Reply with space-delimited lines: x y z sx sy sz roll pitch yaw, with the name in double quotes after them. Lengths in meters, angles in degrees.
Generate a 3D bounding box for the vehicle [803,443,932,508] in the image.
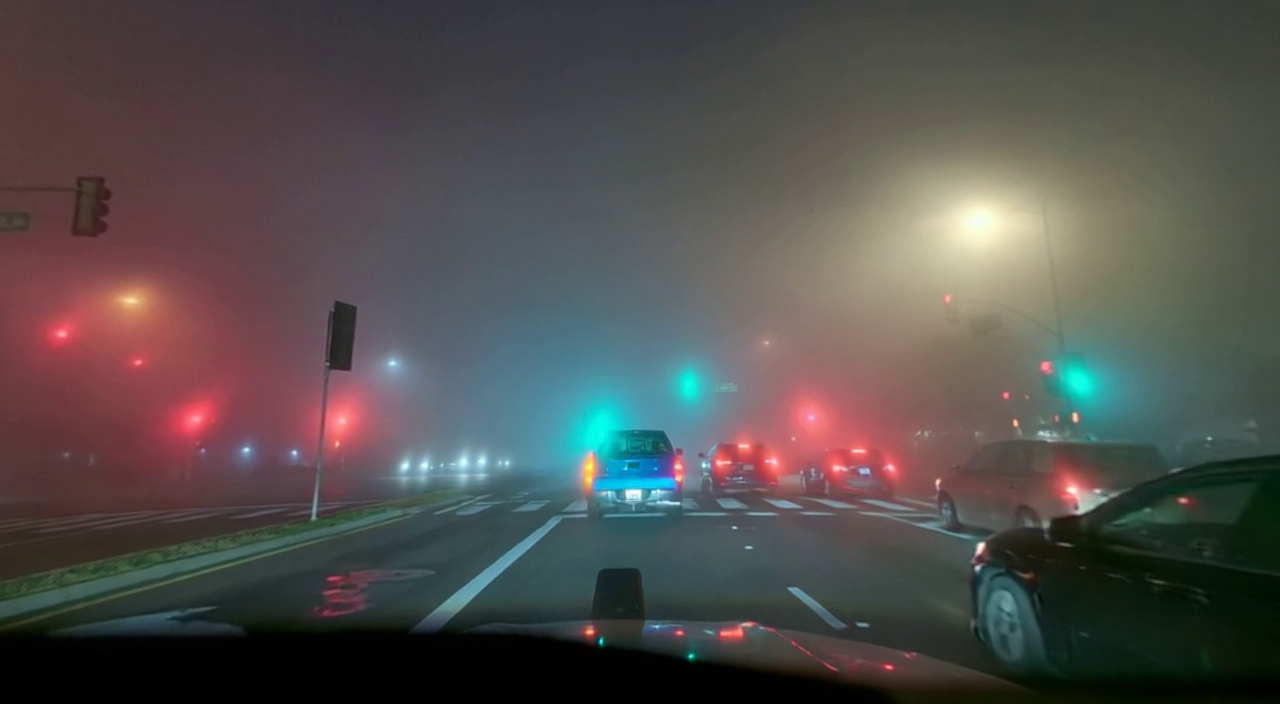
6.428 3.501 18.435 2.002 1.651 4.305 0 -8 -2 "vehicle"

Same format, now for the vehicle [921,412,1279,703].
3.227 1.010 2.637 2.057 1.463 4.365 0 -8 -1 "vehicle"

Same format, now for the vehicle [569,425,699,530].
-0.192 2.618 13.813 2.344 1.883 4.572 0 -8 -2 "vehicle"

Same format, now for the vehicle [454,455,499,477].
-11.797 8.239 45.832 1.989 1.459 4.667 0 -8 0 "vehicle"

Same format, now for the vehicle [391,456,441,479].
-15.848 8.193 44.957 1.915 1.491 4.347 0 -8 0 "vehicle"

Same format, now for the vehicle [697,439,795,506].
3.043 3.559 19.179 2.013 1.742 4.424 0 -8 -2 "vehicle"
